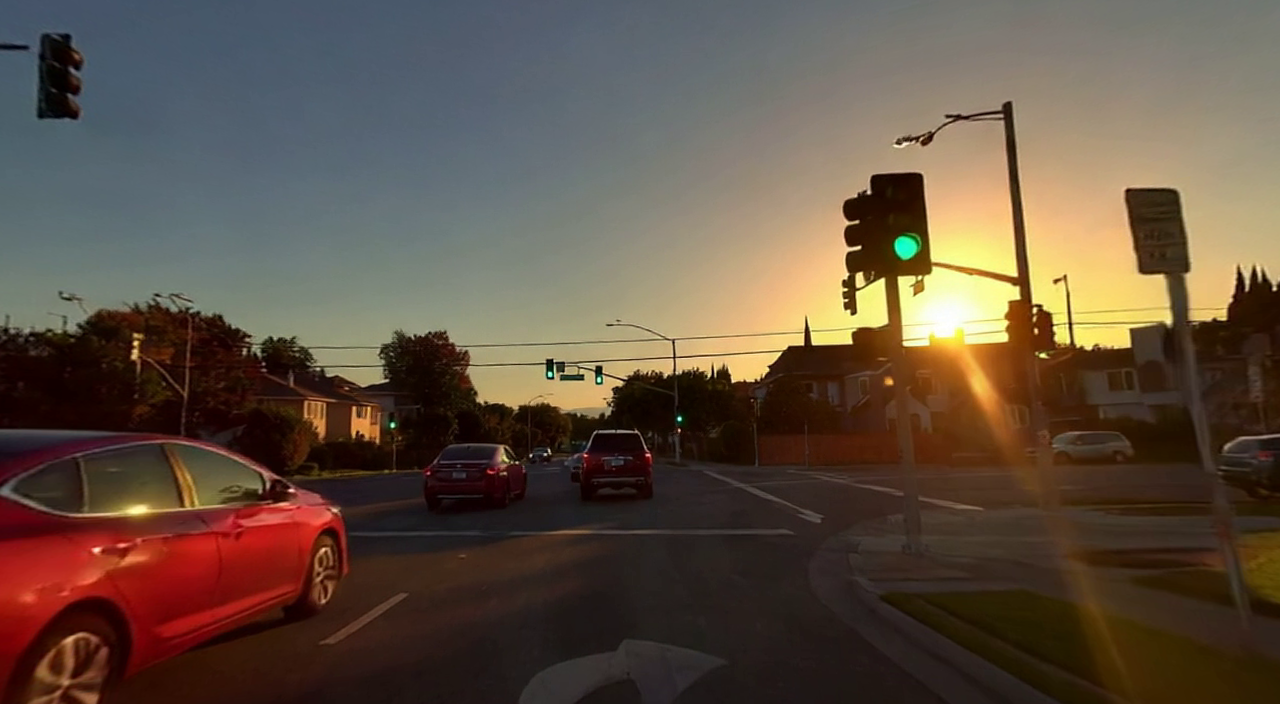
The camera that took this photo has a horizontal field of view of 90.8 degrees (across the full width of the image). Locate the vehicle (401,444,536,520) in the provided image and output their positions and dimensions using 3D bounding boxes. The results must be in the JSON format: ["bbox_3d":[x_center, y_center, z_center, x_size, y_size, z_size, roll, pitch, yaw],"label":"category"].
[{"bbox_3d":[-3.696,2.860,14.517,1.934,1.459,4.368,0,-8,-1],"label":"vehicle"}]

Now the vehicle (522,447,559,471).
[{"bbox_3d":[-7.470,8.054,47.796,2.069,1.651,4.431,0,-8,0],"label":"vehicle"}]

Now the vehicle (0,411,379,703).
[{"bbox_3d":[-3.484,1.152,3.581,1.977,1.488,4.741,0,-8,0],"label":"vehicle"}]

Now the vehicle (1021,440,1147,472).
[{"bbox_3d":[20.699,4.878,29.648,4.353,1.431,1.876,-2,-9,13],"label":"vehicle"}]

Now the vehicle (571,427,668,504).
[{"bbox_3d":[-0.548,3.156,17.994,2.396,1.881,4.606,0,-8,-1],"label":"vehicle"}]
